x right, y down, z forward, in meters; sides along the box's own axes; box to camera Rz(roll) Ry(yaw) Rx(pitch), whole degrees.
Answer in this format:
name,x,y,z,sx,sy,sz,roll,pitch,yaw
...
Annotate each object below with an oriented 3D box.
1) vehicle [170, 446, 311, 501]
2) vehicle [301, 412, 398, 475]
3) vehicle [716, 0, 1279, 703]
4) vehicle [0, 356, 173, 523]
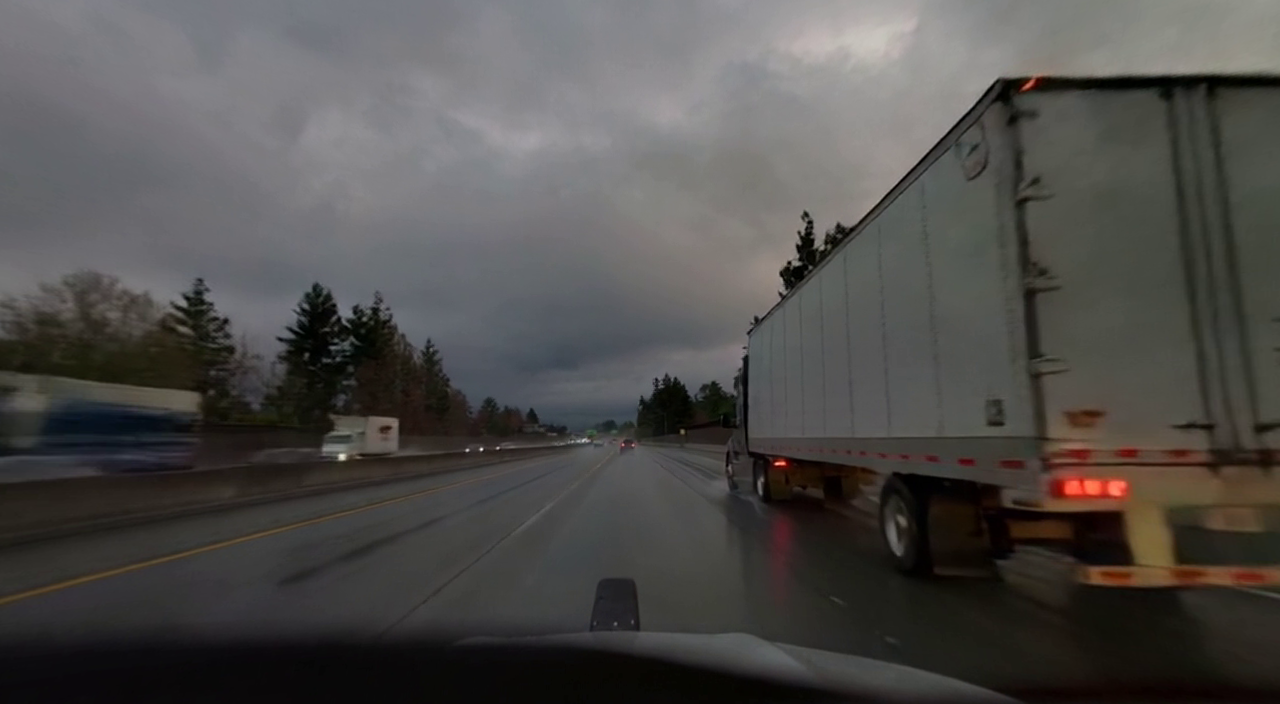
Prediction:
name,x,y,z,sx,sy,sz,roll,pitch,yaw
vehicle,-11.638,3.525,18.670,1.667,1.389,3.819,-1,-8,0
vehicle,-20.317,6.441,44.678,3.033,4.048,7.692,-1,-8,1
vehicle,3.935,0.566,9.625,3.489,4.211,14.193,0,-8,-1
vehicle,-15.614,1.989,14.202,3.185,3.633,9.159,0,-8,-1
